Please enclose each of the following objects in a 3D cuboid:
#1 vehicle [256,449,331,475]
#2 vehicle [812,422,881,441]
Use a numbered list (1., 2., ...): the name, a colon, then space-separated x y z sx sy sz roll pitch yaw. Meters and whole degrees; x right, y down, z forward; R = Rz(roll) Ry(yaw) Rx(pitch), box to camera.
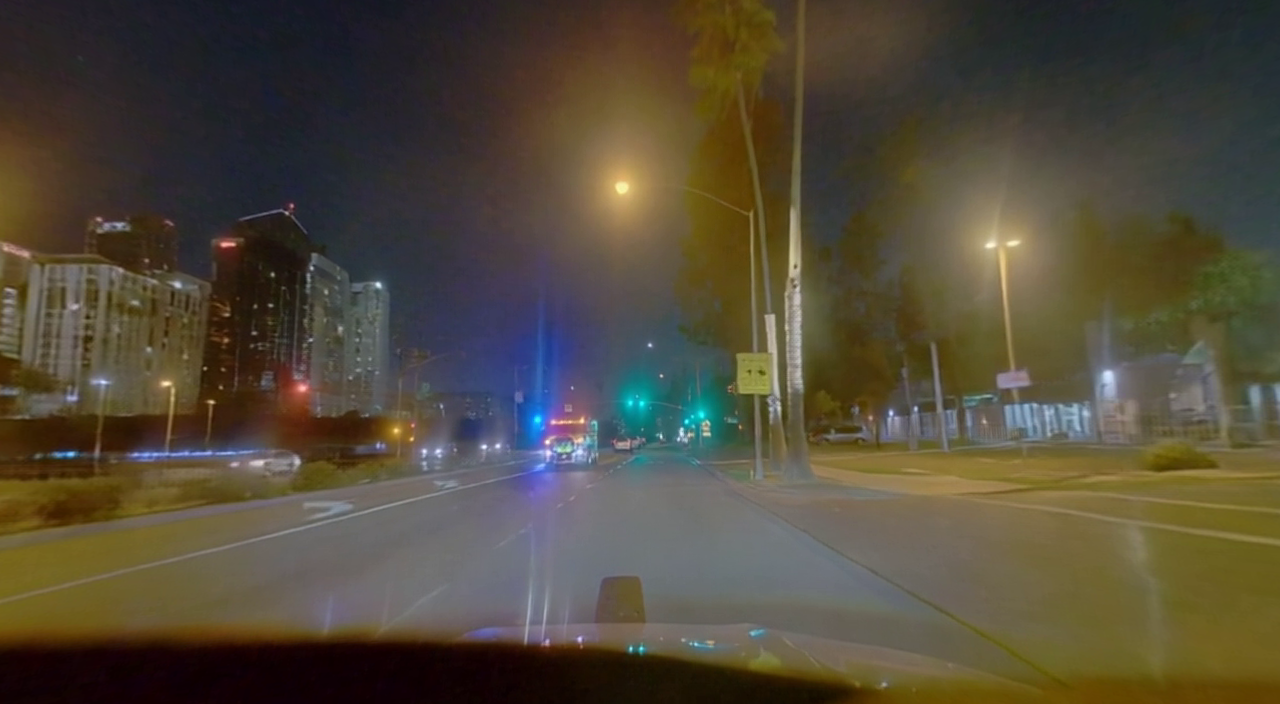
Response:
1. vehicle: -21.783 6.936 39.695 1.945 1.504 4.566 -1 -9 3
2. vehicle: 16.026 6.183 48.943 4.663 1.457 2.045 -1 -7 3
